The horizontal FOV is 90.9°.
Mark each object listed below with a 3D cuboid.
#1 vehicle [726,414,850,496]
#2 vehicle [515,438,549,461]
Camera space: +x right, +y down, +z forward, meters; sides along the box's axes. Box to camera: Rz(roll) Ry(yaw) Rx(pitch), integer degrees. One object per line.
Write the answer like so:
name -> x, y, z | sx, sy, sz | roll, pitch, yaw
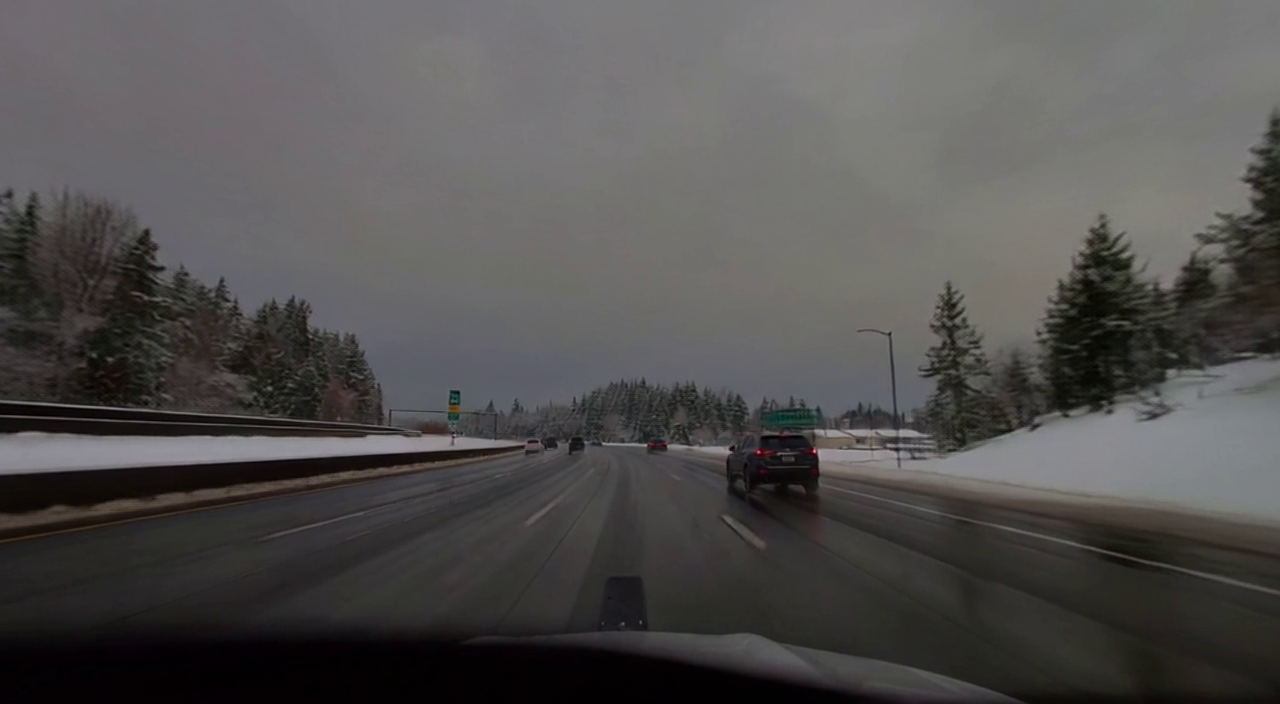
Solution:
vehicle -> 3.588, 2.607, 16.235 | 2.043, 1.795, 4.347 | 0, -8, -1
vehicle -> -8.040, 7.276, 47.305 | 2.064, 1.645, 4.286 | 0, -8, -4
